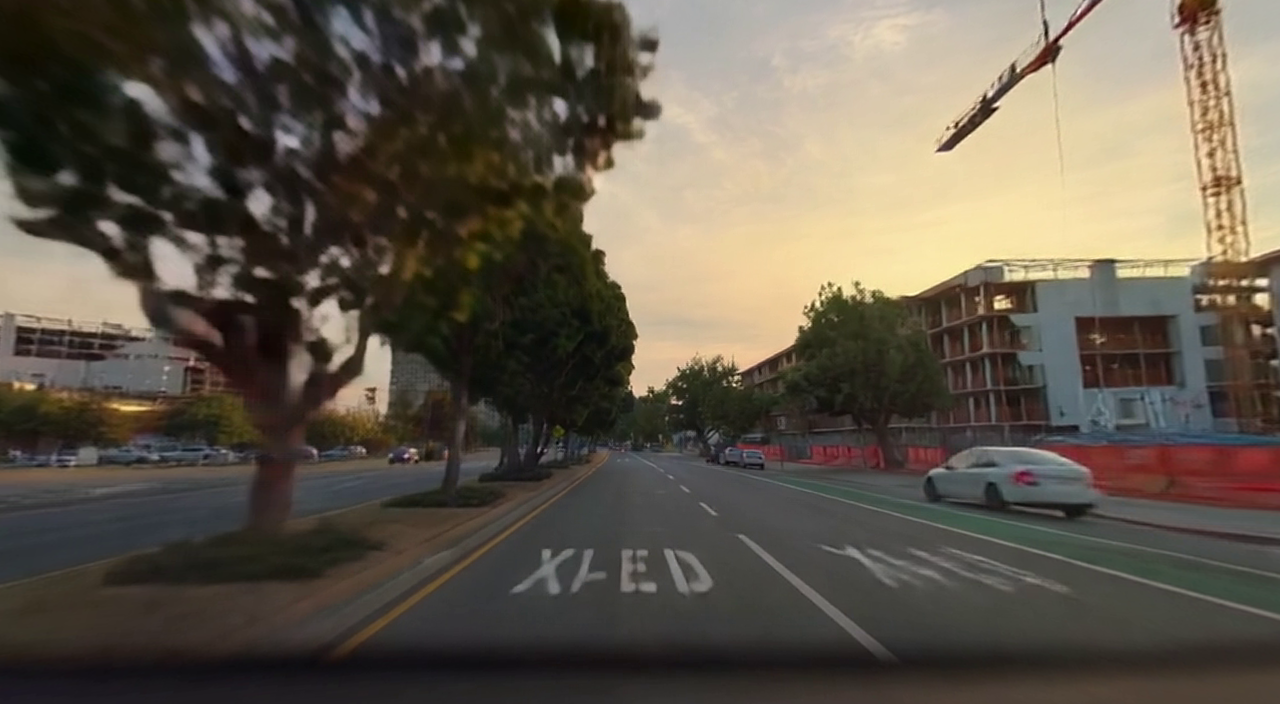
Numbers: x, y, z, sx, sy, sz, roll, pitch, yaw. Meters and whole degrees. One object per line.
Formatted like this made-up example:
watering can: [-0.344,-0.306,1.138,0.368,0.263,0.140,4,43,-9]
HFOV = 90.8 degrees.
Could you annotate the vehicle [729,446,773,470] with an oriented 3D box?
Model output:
vehicle: [7.631,7.305,43.851,1.974,1.472,4.654,2,-8,-3]

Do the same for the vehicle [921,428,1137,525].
vehicle: [8.259,2.649,14.055,2.080,1.706,4.392,2,-8,1]
